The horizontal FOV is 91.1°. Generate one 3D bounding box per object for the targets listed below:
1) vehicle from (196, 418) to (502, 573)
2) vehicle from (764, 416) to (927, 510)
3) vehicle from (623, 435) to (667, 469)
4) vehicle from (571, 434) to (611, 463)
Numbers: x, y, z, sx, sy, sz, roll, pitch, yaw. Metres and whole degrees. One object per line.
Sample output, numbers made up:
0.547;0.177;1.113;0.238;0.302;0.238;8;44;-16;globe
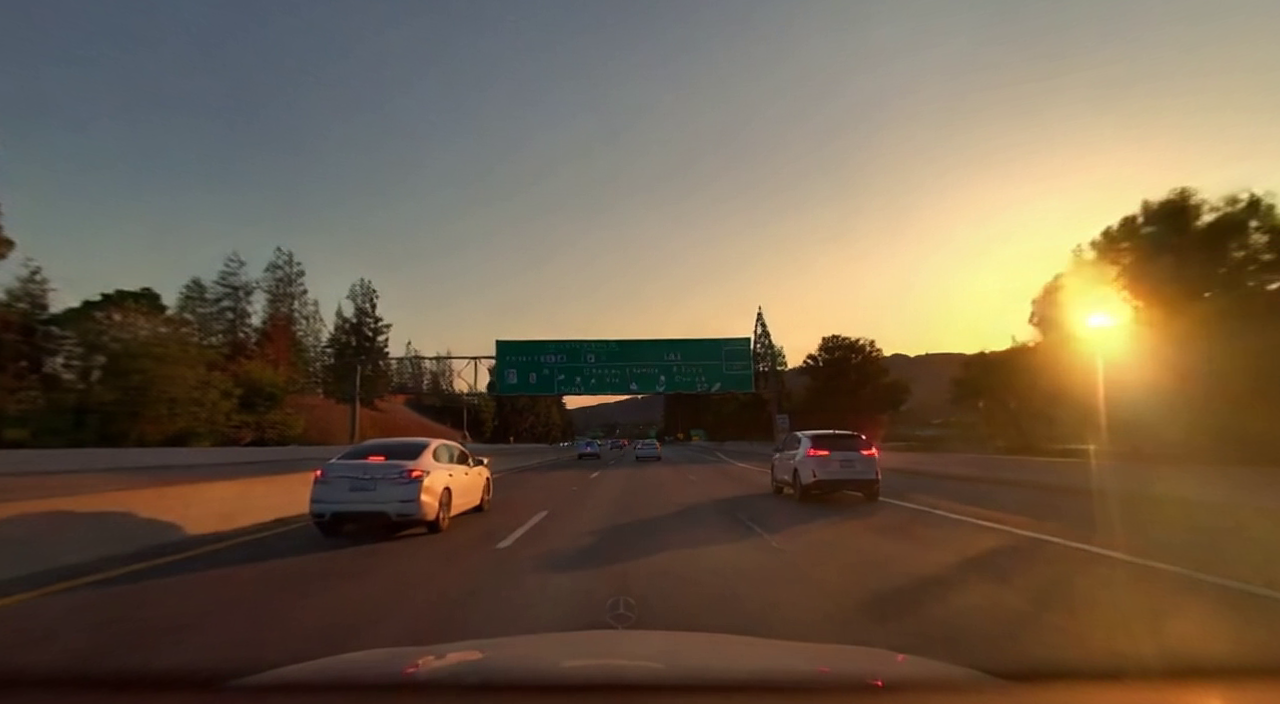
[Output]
-3.487;1.792;8.746;2.066;1.561;4.495;0;-8;1;vehicle
4.210;2.343;13.731;2.025;1.707;4.279;0;-8;-1;vehicle
0.278;4.975;31.426;2.049;1.542;3.816;0;-8;1;vehicle
-2.956;5.972;38.892;2.044;1.682;4.201;0;-8;2;vehicle
